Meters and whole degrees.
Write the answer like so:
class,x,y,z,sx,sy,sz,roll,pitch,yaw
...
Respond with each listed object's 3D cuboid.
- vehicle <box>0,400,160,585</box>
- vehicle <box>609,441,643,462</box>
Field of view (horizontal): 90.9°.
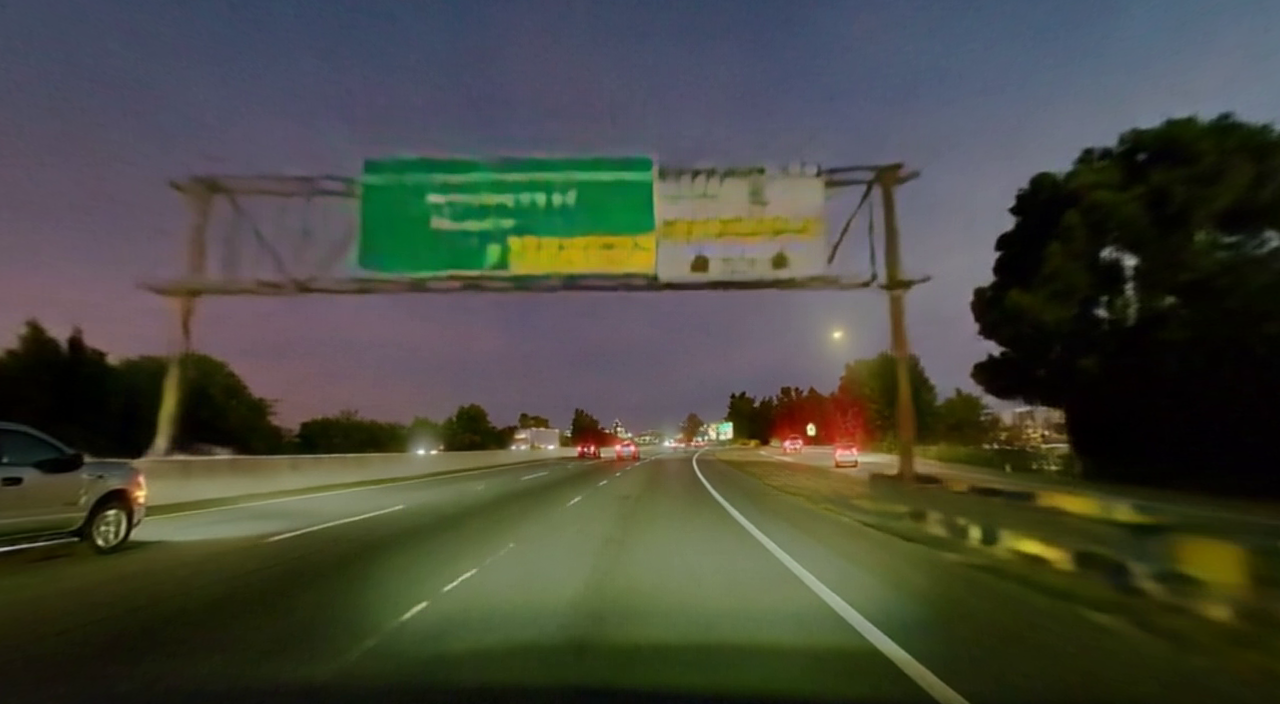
class,x,y,z,sx,sy,sz,roll,pitch,yaw
vehicle,-6.686,1.157,4.971,1.923,1.630,4.857,0,-8,1
vehicle,-1.015,7.557,48.126,2.112,1.489,4.266,-1,-8,5
